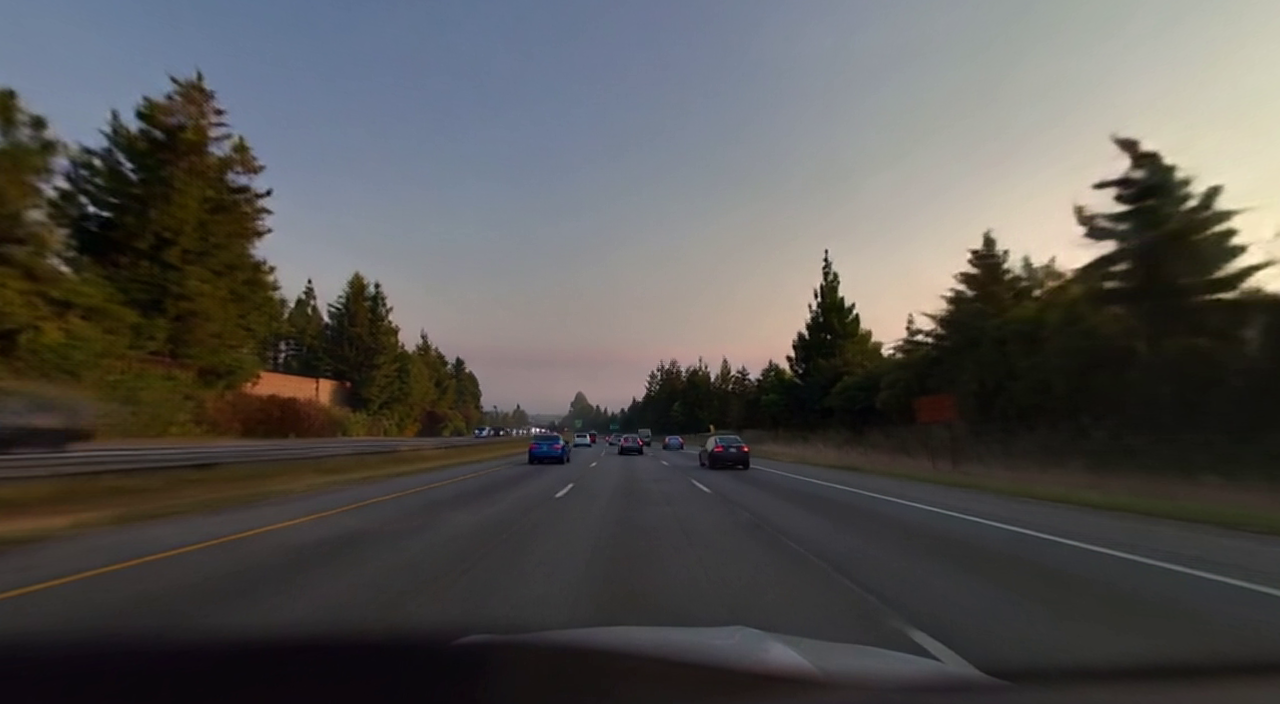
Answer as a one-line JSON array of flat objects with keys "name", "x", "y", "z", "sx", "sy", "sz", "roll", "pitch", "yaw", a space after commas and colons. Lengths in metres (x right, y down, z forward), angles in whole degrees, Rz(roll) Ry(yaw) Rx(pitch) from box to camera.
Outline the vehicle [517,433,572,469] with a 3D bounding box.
[{"name": "vehicle", "x": -4.323, "y": 4.547, "z": 29.116, "sx": 1.941, "sy": 1.529, "sz": 4.111, "roll": 0, "pitch": -8, "yaw": -1}]

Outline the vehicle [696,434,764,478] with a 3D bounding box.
[{"name": "vehicle", "x": 3.336, "y": 3.924, "z": 24.165, "sx": 1.883, "sy": 1.536, "sz": 3.792, "roll": 0, "pitch": -8, "yaw": -3}]
